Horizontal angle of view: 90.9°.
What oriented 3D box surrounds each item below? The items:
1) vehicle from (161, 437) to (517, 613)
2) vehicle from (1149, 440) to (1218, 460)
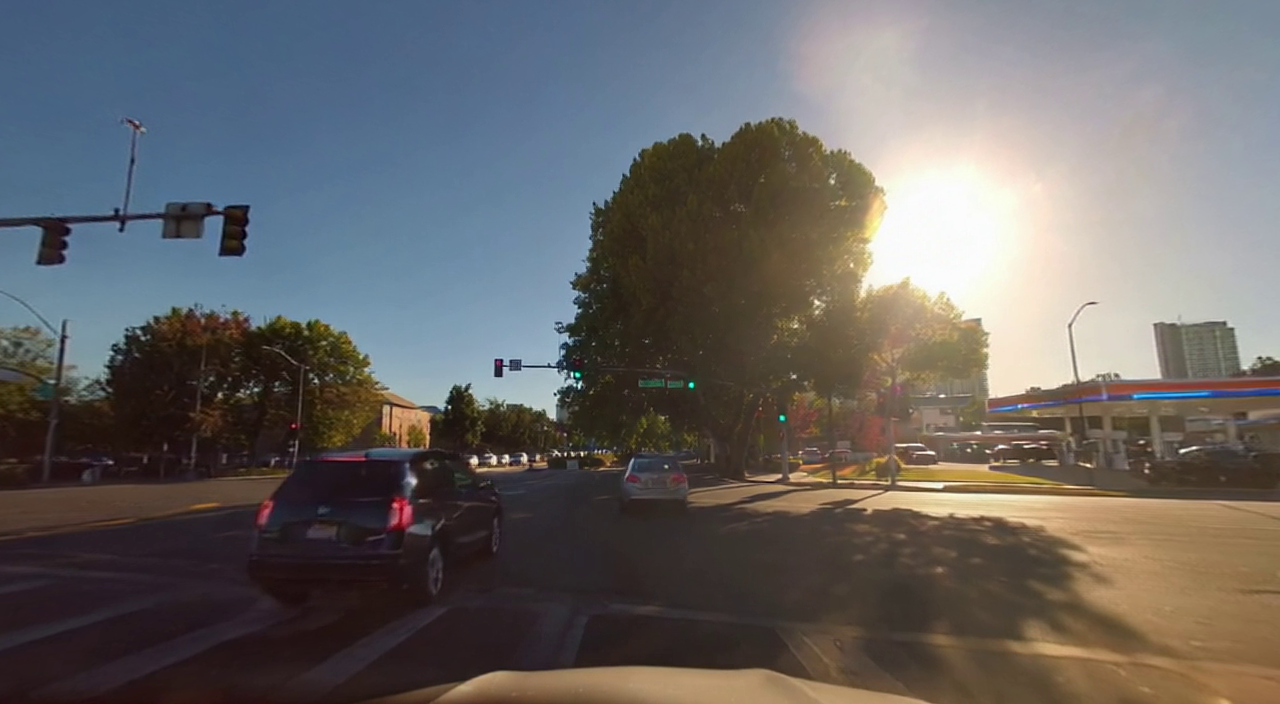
[{"bbox_3d":[-3.022,1.821,7.705,2.041,1.483,4.533,0,-9,1],"label":"vehicle"},{"bbox_3d":[40.422,7.327,46.905,3.518,1.433,1.763,1,-9,-5],"label":"vehicle"}]
